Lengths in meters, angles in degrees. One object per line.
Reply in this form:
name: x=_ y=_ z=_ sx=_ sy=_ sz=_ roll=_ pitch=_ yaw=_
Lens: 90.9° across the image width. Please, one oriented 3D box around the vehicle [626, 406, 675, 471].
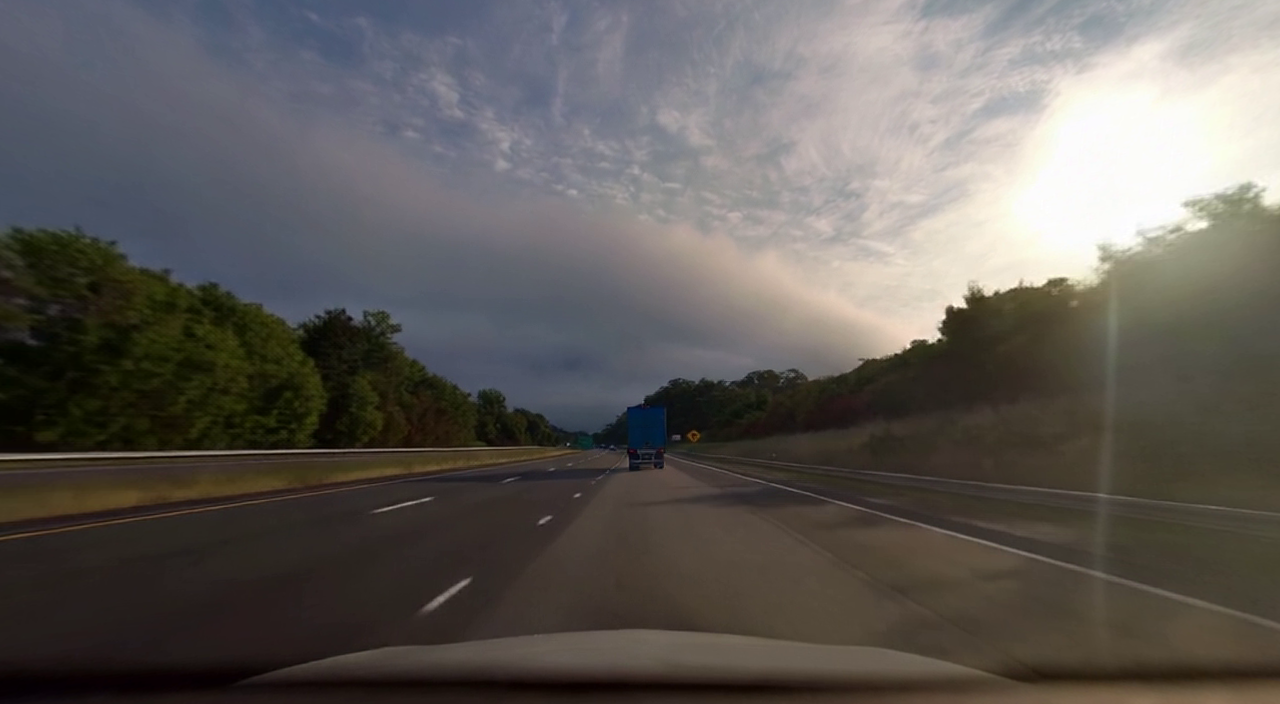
vehicle: x=0.569 y=6.290 z=45.057 sx=3.055 sy=4.009 sz=10.972 roll=0 pitch=-9 yaw=-1
